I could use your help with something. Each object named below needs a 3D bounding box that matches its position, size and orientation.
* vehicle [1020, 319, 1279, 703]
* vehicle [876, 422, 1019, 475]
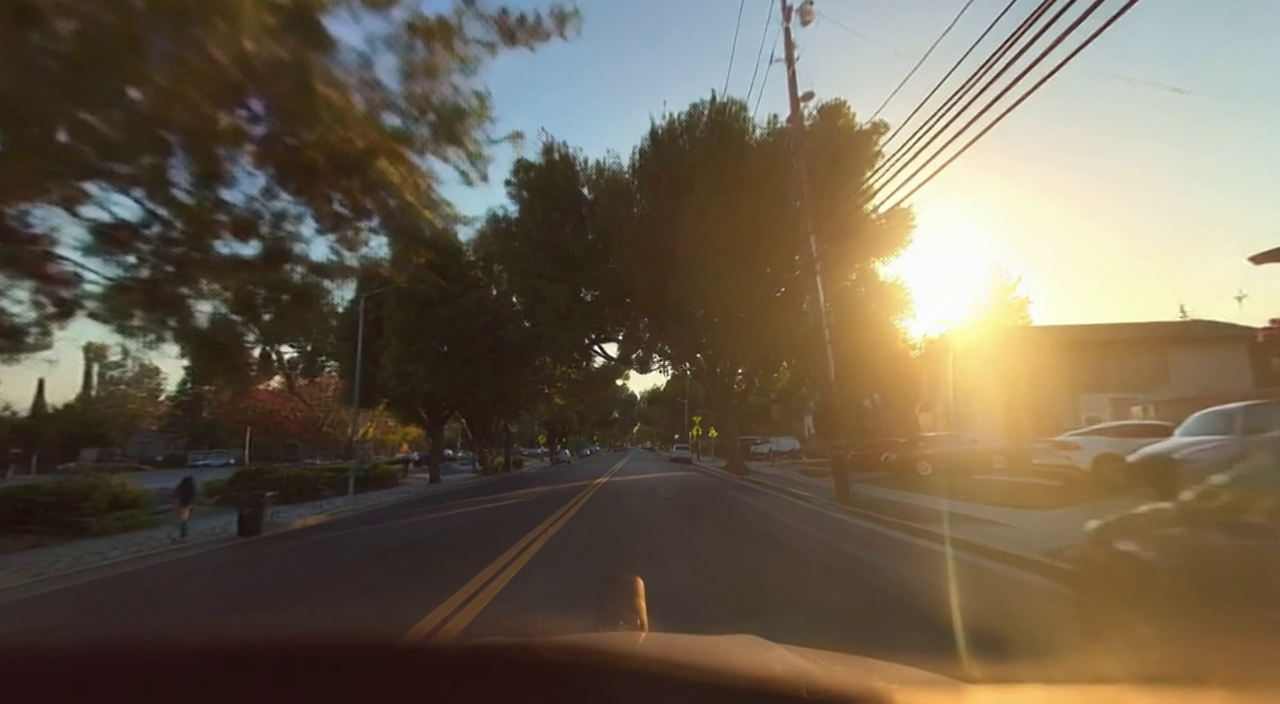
[{"bbox_3d":[3.469,0.753,1.950,1.949,1.807,4.224,3,-8,-1],"label":"vehicle"},{"bbox_3d":[10.578,3.330,21.940,3.933,1.645,1.832,-1,-8,-2],"label":"vehicle"}]
